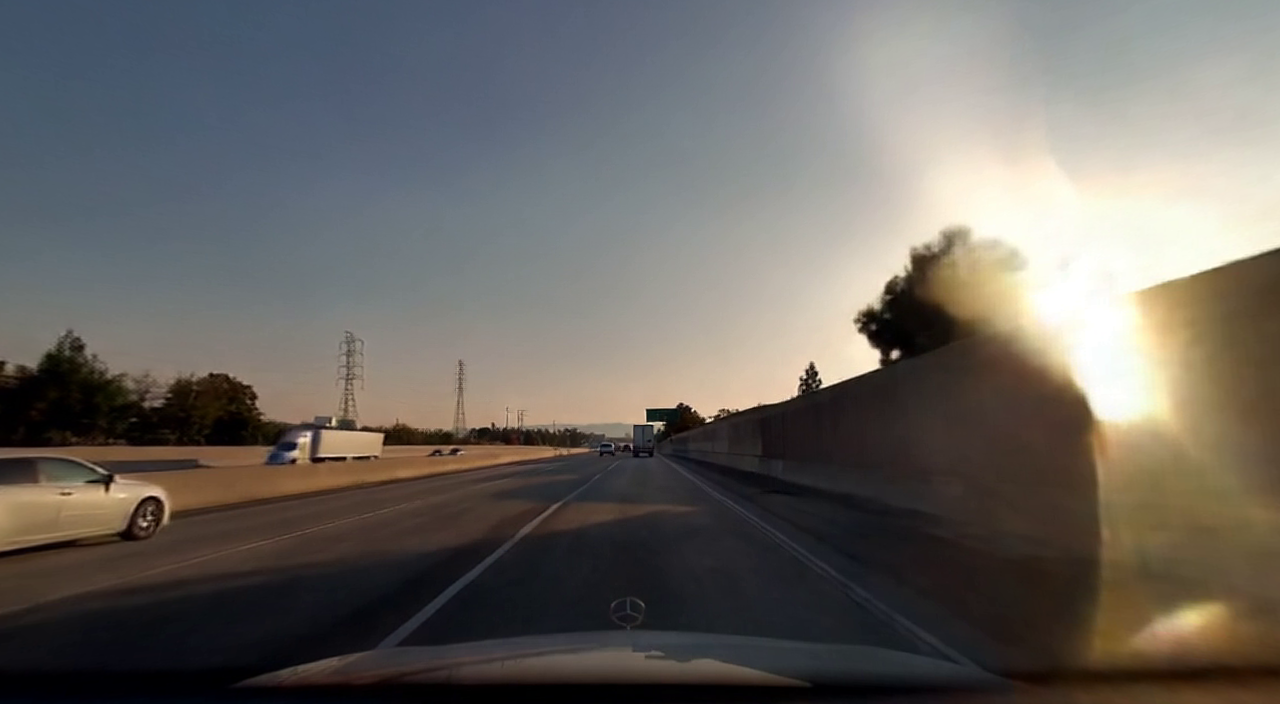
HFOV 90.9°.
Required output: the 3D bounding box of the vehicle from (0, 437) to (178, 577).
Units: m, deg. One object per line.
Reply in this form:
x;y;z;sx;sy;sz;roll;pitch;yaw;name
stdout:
-7.768;1.679;6.904;1.979;1.470;4.485;0;-8;1;vehicle
